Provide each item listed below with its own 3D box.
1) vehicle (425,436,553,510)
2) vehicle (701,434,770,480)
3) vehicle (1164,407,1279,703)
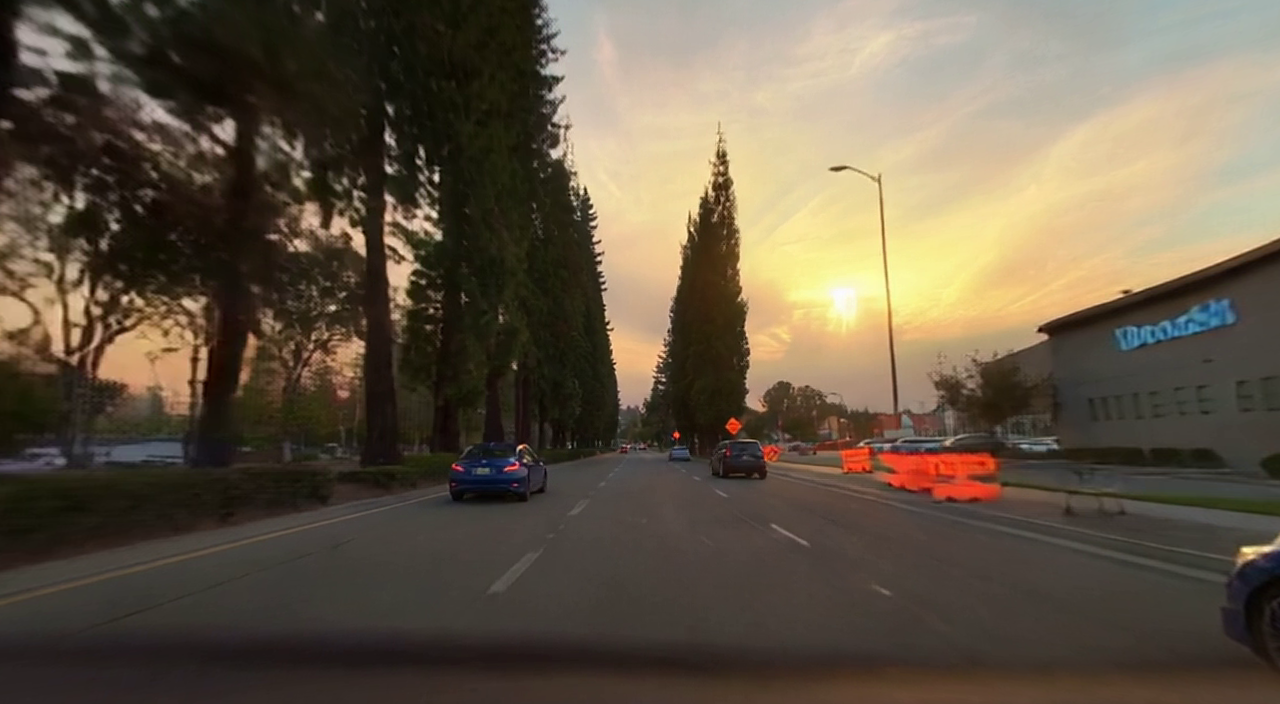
[{"bbox_3d":[-3.332,2.759,14.883,2.020,1.474,4.098,0,-9,0],"label":"vehicle"},{"bbox_3d":[4.074,4.567,27.717,2.159,1.793,4.735,0,-9,-1],"label":"vehicle"},{"bbox_3d":[4.015,0.823,1.770,1.827,1.491,3.743,0,-9,0],"label":"vehicle"}]
